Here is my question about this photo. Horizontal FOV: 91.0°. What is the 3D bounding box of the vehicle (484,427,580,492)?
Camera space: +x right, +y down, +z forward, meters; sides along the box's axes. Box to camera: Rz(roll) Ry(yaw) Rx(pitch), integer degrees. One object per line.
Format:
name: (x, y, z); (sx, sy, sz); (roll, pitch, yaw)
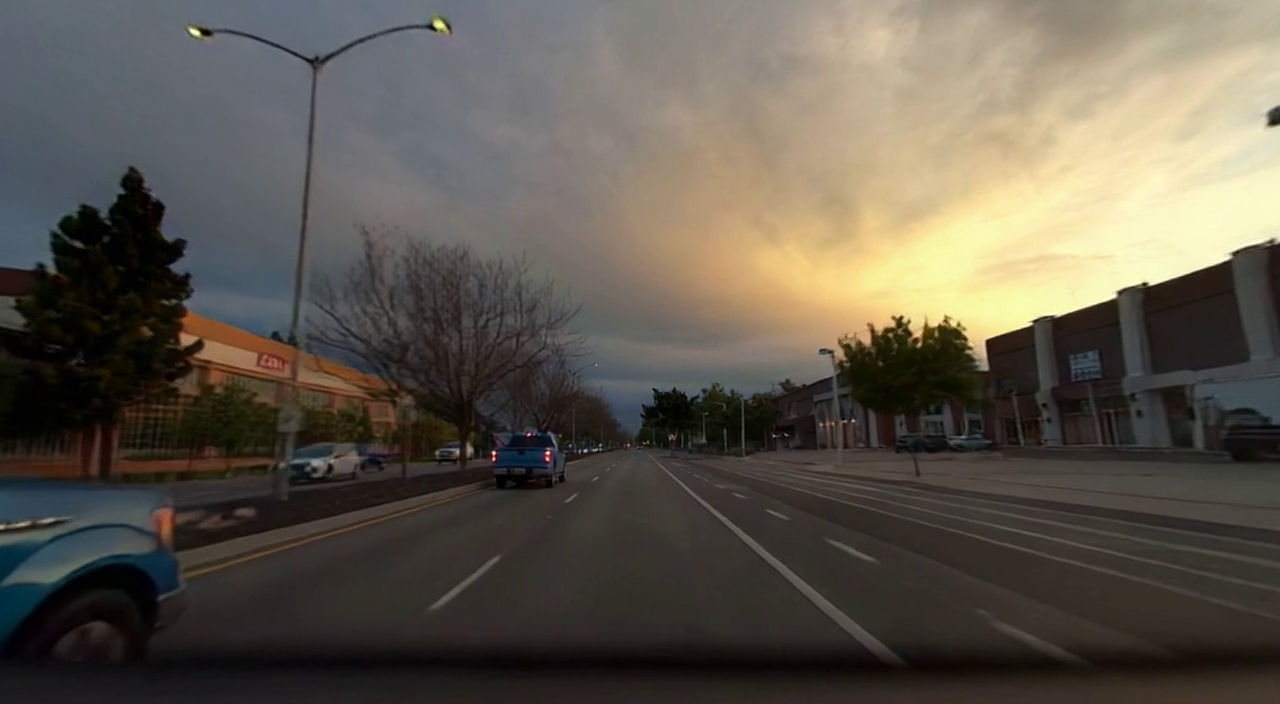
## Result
vehicle: (-3.275, 3.417, 20.323); (2.065, 1.790, 5.417); (0, -8, 1)

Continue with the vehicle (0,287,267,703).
vehicle: (-3.200, 0.513, 0.764); (2.277, 1.801, 5.250); (0, -8, 0)

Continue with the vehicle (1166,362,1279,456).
vehicle: (26.065, 1.881, 22.078); (2.948, 3.576, 13.937); (0, -8, -2)

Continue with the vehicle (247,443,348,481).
vehicle: (-14.830, 4.768, 27.573); (2.047, 1.489, 4.216); (0, -8, 0)
